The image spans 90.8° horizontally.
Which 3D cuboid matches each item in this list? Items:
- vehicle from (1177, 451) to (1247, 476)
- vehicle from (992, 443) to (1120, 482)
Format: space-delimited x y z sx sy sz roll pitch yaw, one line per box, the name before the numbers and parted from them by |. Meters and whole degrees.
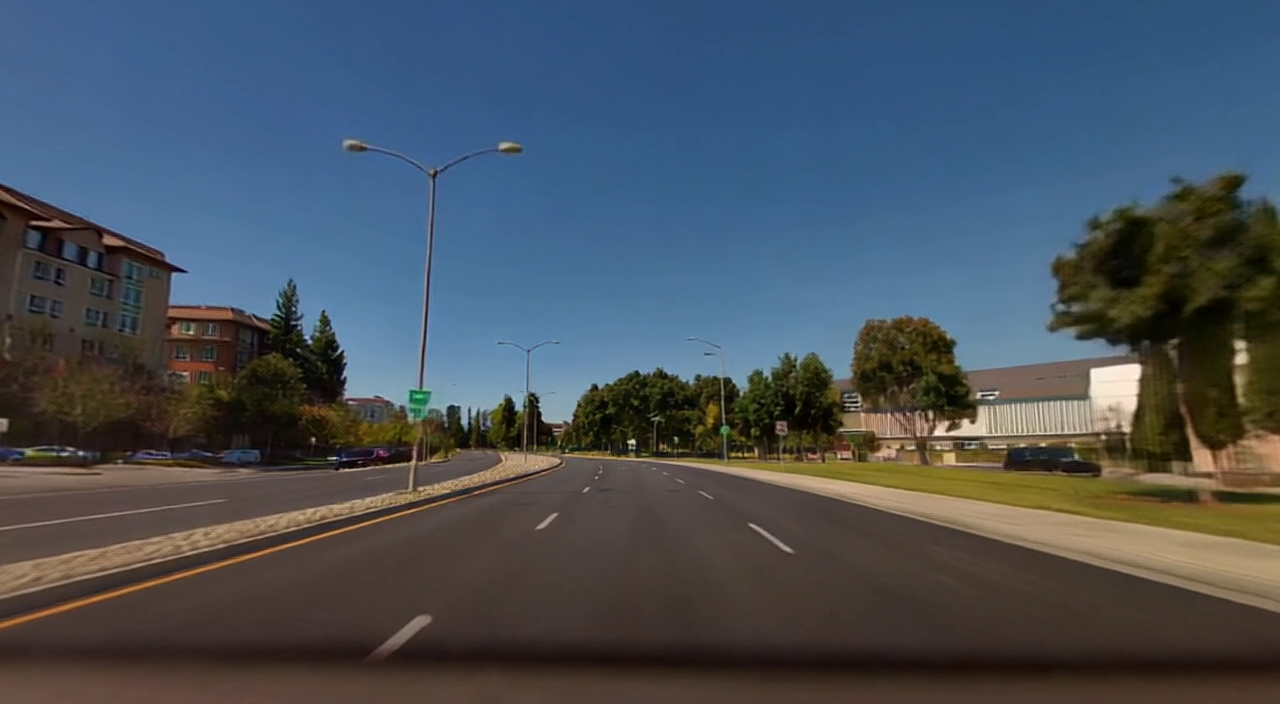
vehicle | 45.078 8.751 49.796 4.338 1.760 2.435 4 -10 -26
vehicle | 24.169 6.427 37.013 2.337 1.969 5.826 7 -11 -23
